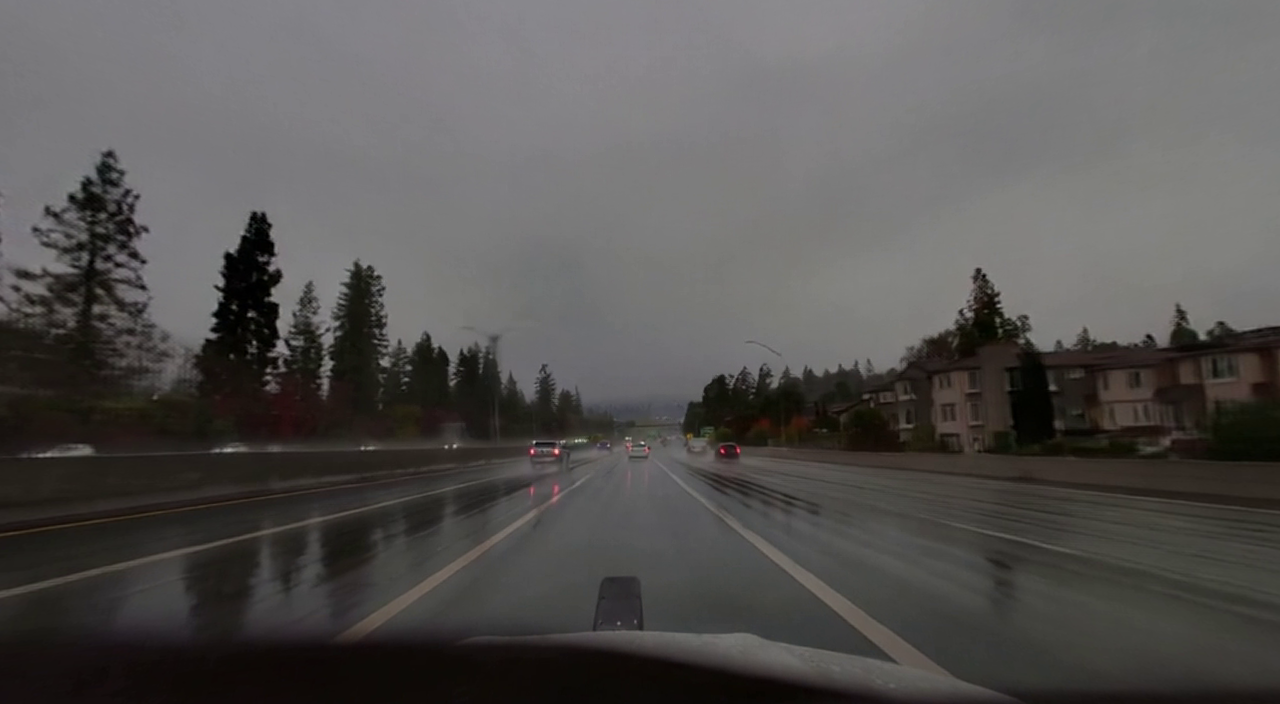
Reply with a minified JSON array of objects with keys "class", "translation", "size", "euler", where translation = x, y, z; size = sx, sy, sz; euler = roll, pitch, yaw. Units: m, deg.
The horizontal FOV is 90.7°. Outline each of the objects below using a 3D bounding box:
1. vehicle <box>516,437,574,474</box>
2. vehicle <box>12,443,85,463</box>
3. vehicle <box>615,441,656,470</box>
[{"class":"vehicle","translation":[-4.732,5.205,32.081],"size":[2.260,1.706,4.177],"euler":[-1,-9,0]},{"class":"vehicle","translation":[-44.446,7.604,47.641],"size":[1.822,1.427,3.821],"euler":[0,-9,-2]},{"class":"vehicle","translation":[-0.279,5.775,35.442],"size":[2.146,1.485,4.332],"euler":[0,-9,-1]}]
